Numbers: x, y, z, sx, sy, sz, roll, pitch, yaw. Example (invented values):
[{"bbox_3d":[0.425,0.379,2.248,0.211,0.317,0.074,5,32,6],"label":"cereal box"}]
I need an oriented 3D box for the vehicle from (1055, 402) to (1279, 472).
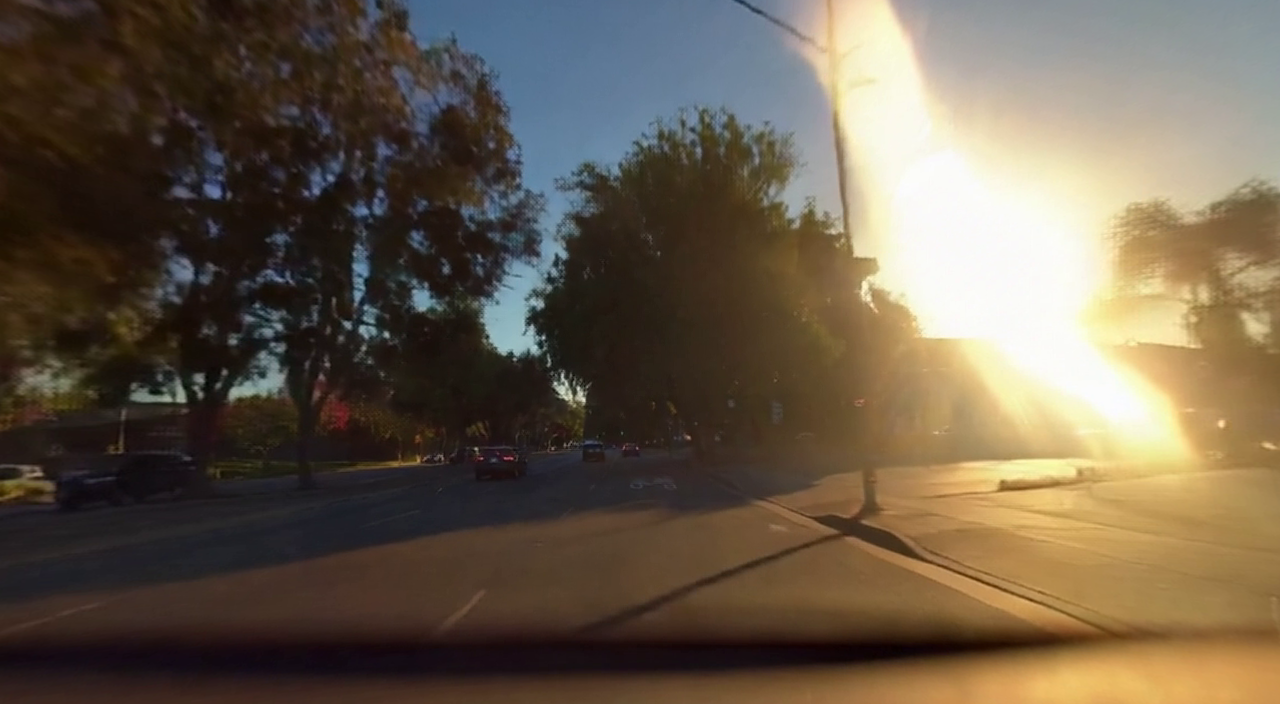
[{"bbox_3d":[12.744,2.072,15.176,4.148,1.507,1.840,-3,-9,18],"label":"vehicle"}]

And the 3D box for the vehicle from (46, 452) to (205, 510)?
[{"bbox_3d":[-17.907,4.449,22.264,1.902,1.747,4.380,0,-8,0],"label":"vehicle"}]

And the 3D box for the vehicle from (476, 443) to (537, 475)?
[{"bbox_3d":[-6.439,5.209,30.895,2.072,1.427,4.328,0,-8,0],"label":"vehicle"}]

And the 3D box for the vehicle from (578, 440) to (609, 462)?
[{"bbox_3d":[-3.604,7.795,49.551,2.100,1.661,3.837,0,-8,0],"label":"vehicle"}]
